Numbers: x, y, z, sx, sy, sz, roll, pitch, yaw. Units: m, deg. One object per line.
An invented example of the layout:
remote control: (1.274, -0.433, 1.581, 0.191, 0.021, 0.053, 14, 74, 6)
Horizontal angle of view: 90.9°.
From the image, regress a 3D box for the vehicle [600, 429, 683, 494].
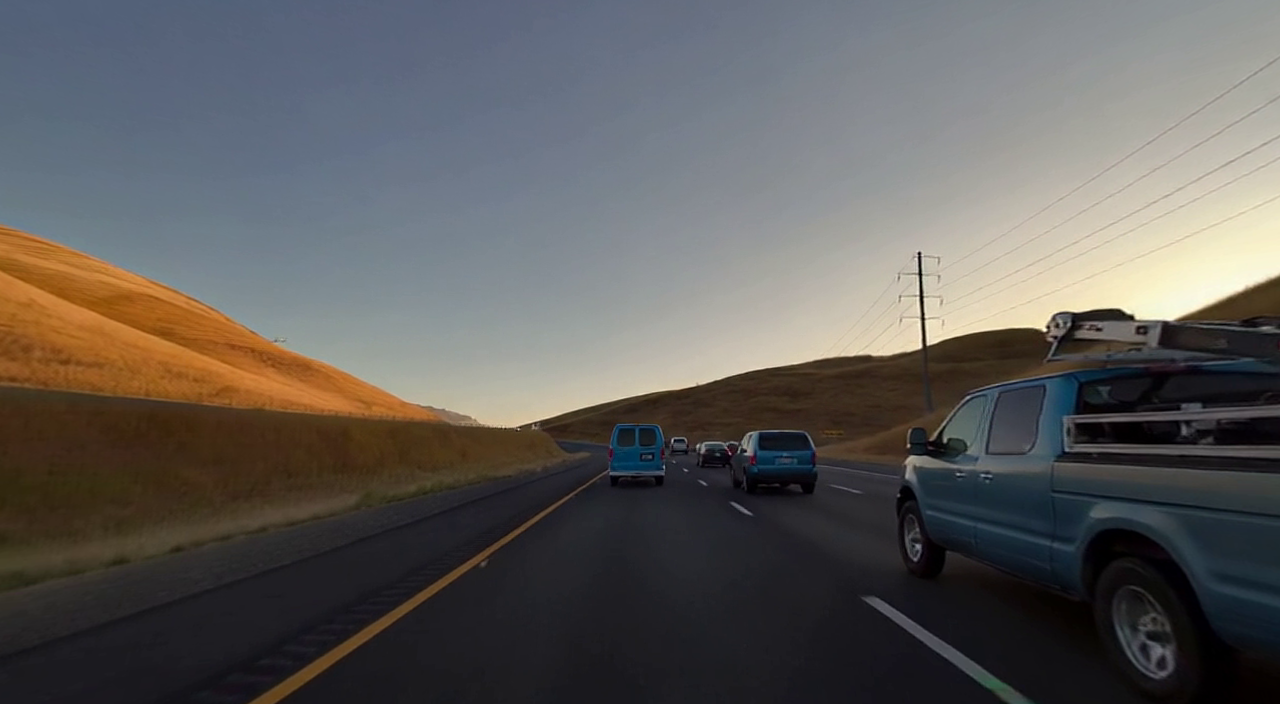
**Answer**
vehicle: (0.075, 3.363, 19.714, 2.268, 1.772, 4.523, 0, -8, 1)

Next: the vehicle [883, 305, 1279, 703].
vehicle: (3.924, 0.935, 3.677, 2.691, 1.901, 5.744, 0, -8, 0)

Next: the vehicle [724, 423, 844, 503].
vehicle: (3.608, 2.884, 16.808, 2.139, 1.821, 4.480, 0, -8, 0)
